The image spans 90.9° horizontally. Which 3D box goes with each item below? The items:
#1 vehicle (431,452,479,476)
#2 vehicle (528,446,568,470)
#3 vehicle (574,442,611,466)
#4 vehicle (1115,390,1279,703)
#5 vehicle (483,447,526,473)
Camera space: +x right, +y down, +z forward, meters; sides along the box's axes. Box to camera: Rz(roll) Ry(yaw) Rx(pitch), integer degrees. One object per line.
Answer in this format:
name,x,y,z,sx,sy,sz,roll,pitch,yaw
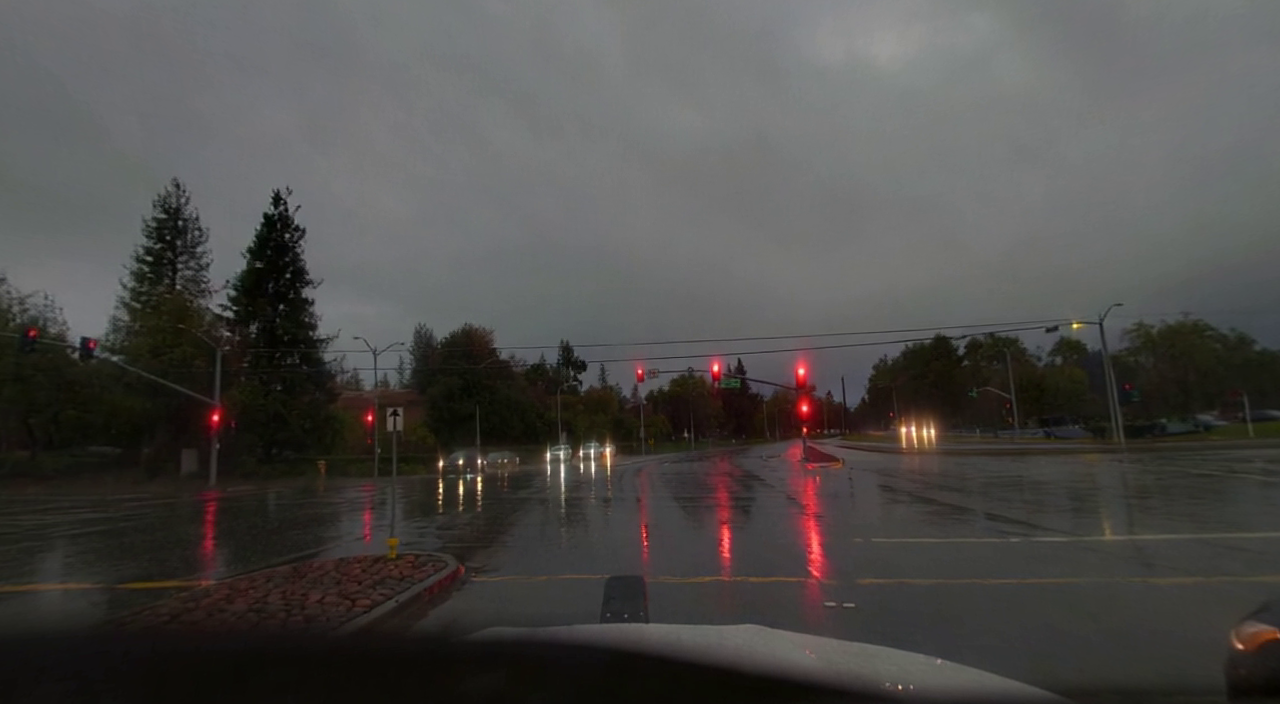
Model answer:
vehicle,-13.417,8.114,45.987,2.101,1.637,4.304,0,-9,1
vehicle,-6.572,7.604,45.495,2.126,1.657,4.307,0,-9,2
vehicle,-3.515,7.723,47.734,2.215,1.732,4.684,-1,-9,3
vehicle,3.057,0.618,0.434,1.978,1.468,4.544,0,-9,1
vehicle,-9.805,7.836,45.941,2.064,1.725,4.243,0,-9,1
